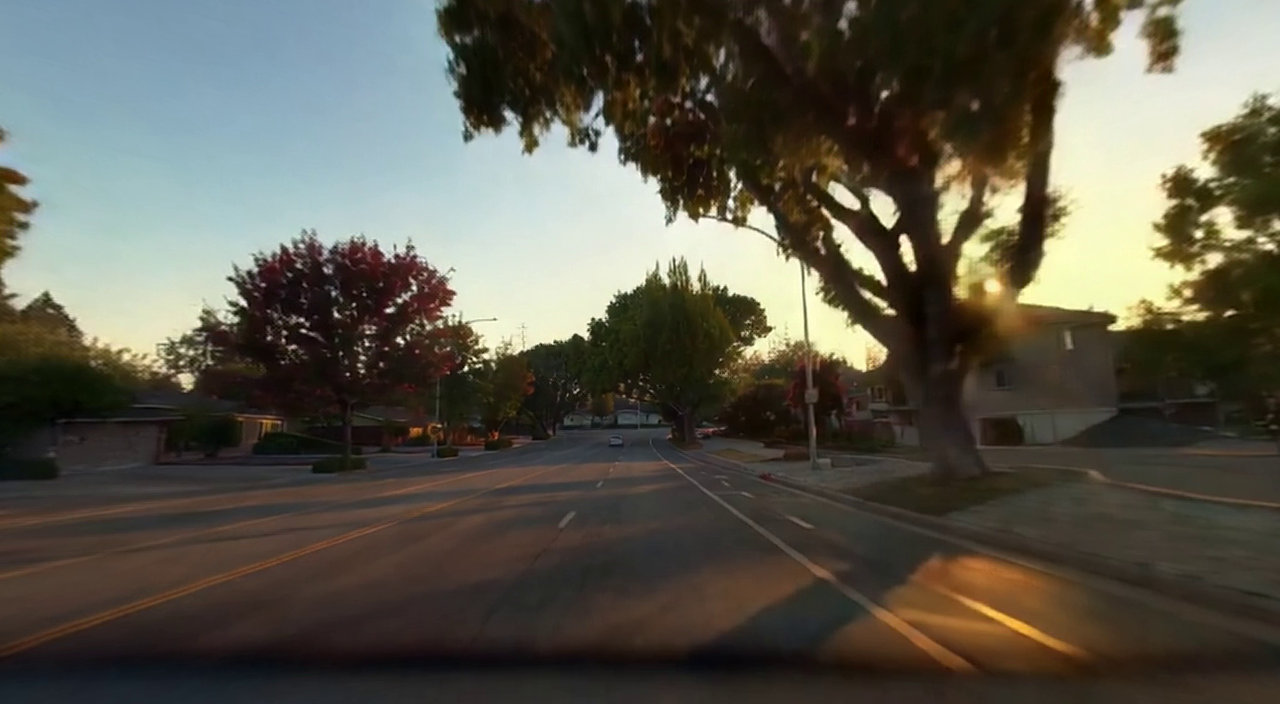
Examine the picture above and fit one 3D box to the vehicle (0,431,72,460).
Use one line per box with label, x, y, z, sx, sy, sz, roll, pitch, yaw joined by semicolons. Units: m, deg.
vehicle;-34.775;5.208;35.290;1.831;1.567;4.342;-2;-7;6
